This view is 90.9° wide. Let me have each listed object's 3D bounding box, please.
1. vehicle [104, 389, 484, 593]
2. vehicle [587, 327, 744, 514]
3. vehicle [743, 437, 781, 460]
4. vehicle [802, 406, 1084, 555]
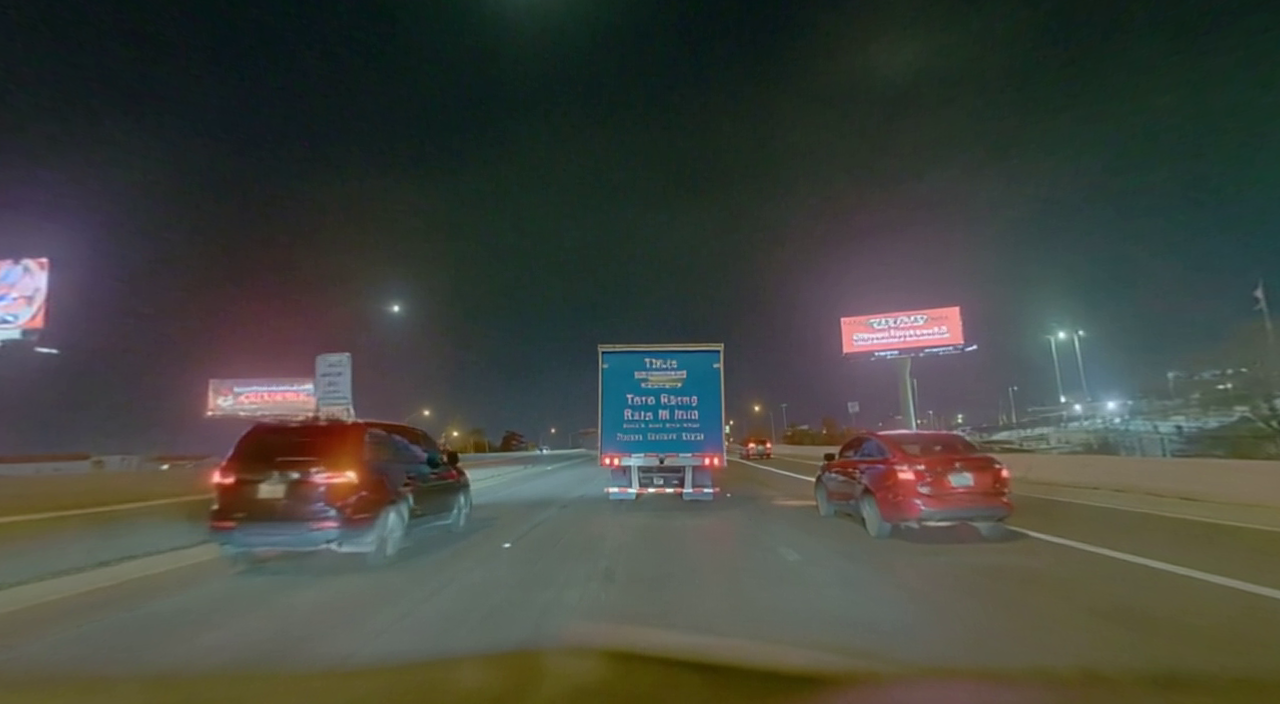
[{"bbox_3d":[-3.580,1.528,7.798,2.030,1.757,4.509,-1,-8,2],"label":"vehicle"},{"bbox_3d":[0.607,1.801,15.468,2.733,3.296,8.571,-1,-8,2],"label":"vehicle"},{"bbox_3d":[8.453,6.727,44.058,1.931,1.495,3.889,0,-8,1],"label":"vehicle"},{"bbox_3d":[4.039,1.780,9.460,2.066,1.692,4.339,0,-8,0],"label":"vehicle"}]
